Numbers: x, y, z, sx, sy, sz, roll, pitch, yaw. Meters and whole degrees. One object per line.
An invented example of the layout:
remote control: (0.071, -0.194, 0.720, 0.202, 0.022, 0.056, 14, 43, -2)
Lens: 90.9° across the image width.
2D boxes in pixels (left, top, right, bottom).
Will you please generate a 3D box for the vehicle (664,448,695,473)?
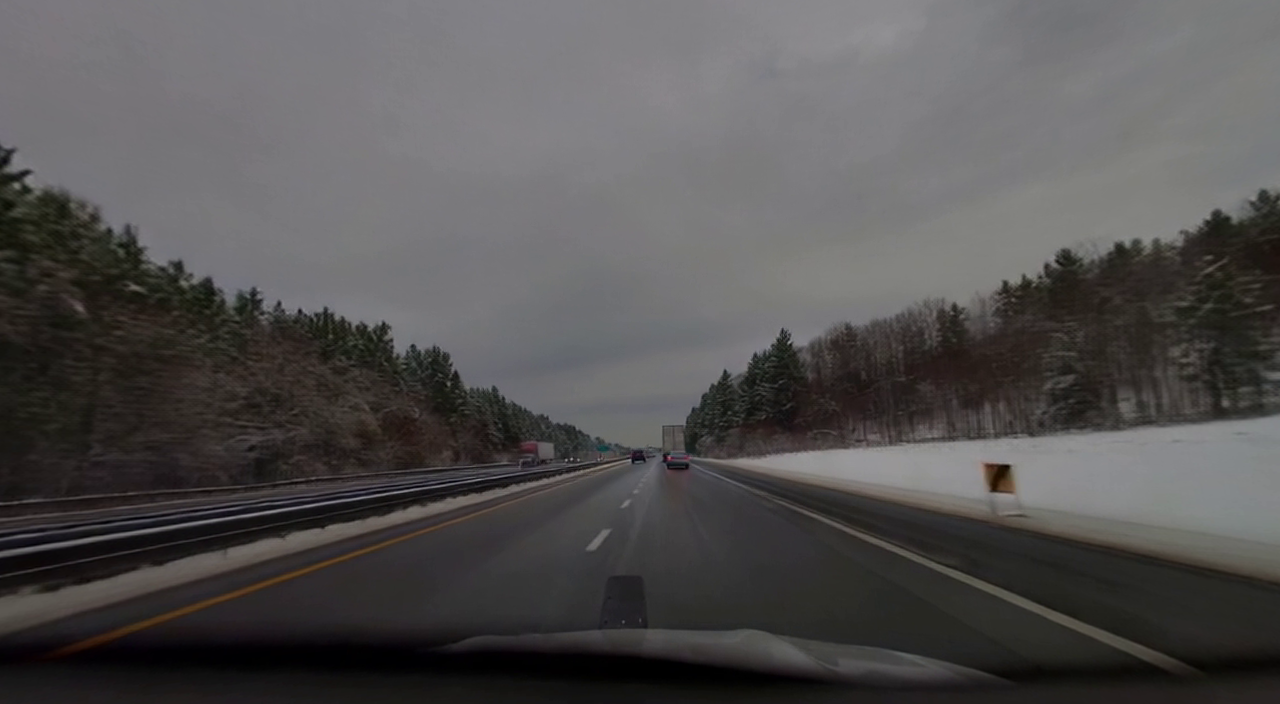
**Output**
vehicle: (2.758, 7.704, 44.917, 2.096, 1.653, 4.185, 0, -9, 2)
